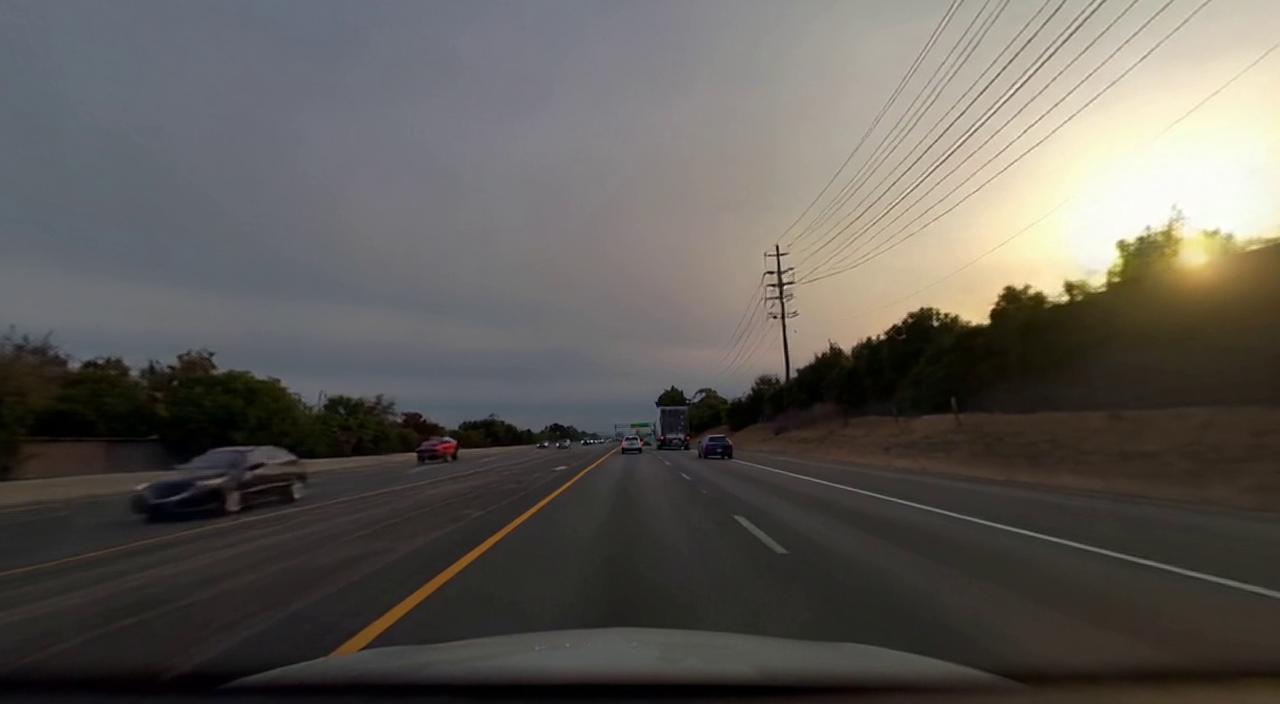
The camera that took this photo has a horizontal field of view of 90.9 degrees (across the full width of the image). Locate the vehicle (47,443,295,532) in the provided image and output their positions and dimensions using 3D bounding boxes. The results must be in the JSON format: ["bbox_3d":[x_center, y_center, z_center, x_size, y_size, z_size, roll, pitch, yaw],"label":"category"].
[{"bbox_3d":[-9.560,2.736,13.420,2.106,1.511,4.134,0,-8,-1],"label":"vehicle"}]

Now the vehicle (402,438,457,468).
[{"bbox_3d":[-13.421,6.451,40.471,2.119,1.787,4.146,0,-8,0],"label":"vehicle"}]

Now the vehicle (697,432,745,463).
[{"bbox_3d":[4.258,5.049,33.607,1.930,1.573,3.853,0,-8,-2],"label":"vehicle"}]

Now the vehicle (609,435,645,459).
[{"bbox_3d":[-0.816,6.056,40.416,2.163,1.466,3.693,0,-8,-1],"label":"vehicle"}]
